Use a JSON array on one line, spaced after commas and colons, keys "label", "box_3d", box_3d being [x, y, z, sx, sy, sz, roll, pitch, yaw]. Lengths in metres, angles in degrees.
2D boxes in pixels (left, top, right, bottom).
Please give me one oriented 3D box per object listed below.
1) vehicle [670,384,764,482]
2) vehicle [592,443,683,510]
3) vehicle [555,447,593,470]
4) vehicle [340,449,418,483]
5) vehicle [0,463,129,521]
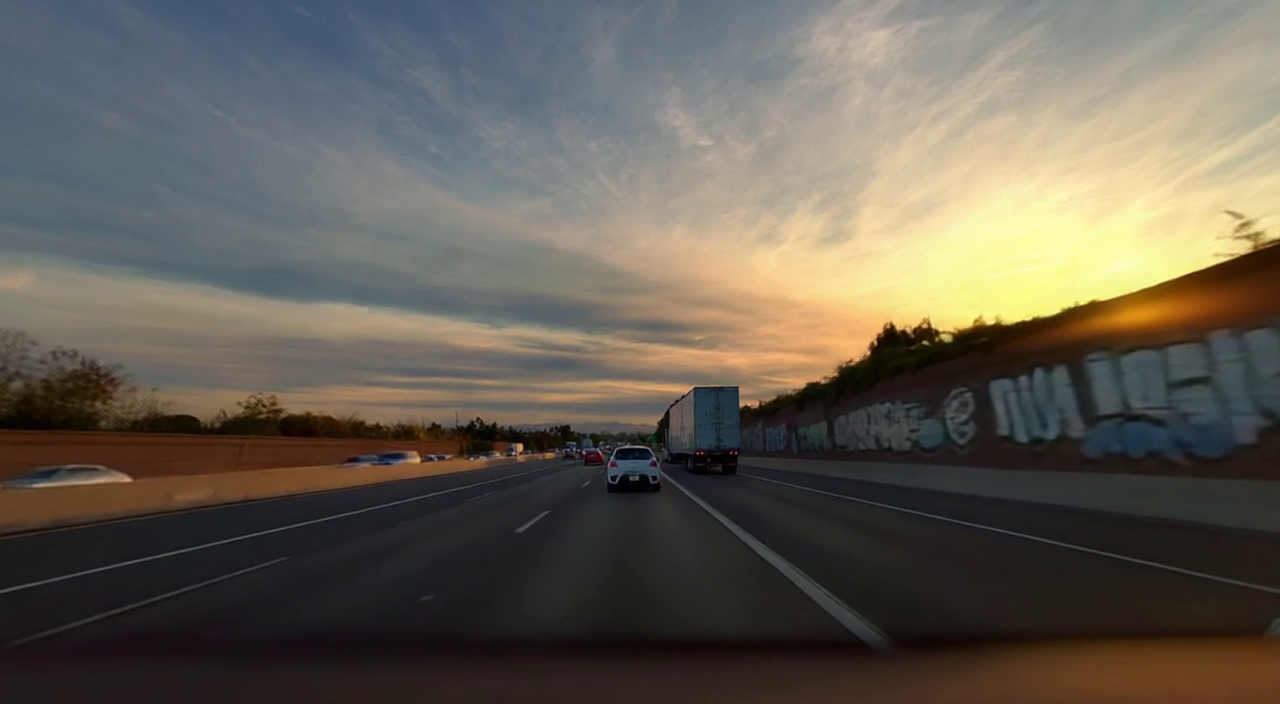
[{"label": "vehicle", "box_3d": [3.544, 4.437, 33.365, 2.902, 4.014, 14.446, 0, -9, -1]}, {"label": "vehicle", "box_3d": [-0.096, 3.111, 16.248, 2.033, 1.468, 4.015, 0, -9, -1]}, {"label": "vehicle", "box_3d": [-4.395, 7.196, 42.713, 2.067, 1.481, 4.085, -1, -9, 1]}, {"label": "vehicle", "box_3d": [-12.656, 5.532, 30.860, 1.927, 1.477, 4.508, 0, -9, 0]}, {"label": "vehicle", "box_3d": [-18.043, 4.124, 18.809, 1.738, 1.426, 4.342, -1, -9, 2]}]
